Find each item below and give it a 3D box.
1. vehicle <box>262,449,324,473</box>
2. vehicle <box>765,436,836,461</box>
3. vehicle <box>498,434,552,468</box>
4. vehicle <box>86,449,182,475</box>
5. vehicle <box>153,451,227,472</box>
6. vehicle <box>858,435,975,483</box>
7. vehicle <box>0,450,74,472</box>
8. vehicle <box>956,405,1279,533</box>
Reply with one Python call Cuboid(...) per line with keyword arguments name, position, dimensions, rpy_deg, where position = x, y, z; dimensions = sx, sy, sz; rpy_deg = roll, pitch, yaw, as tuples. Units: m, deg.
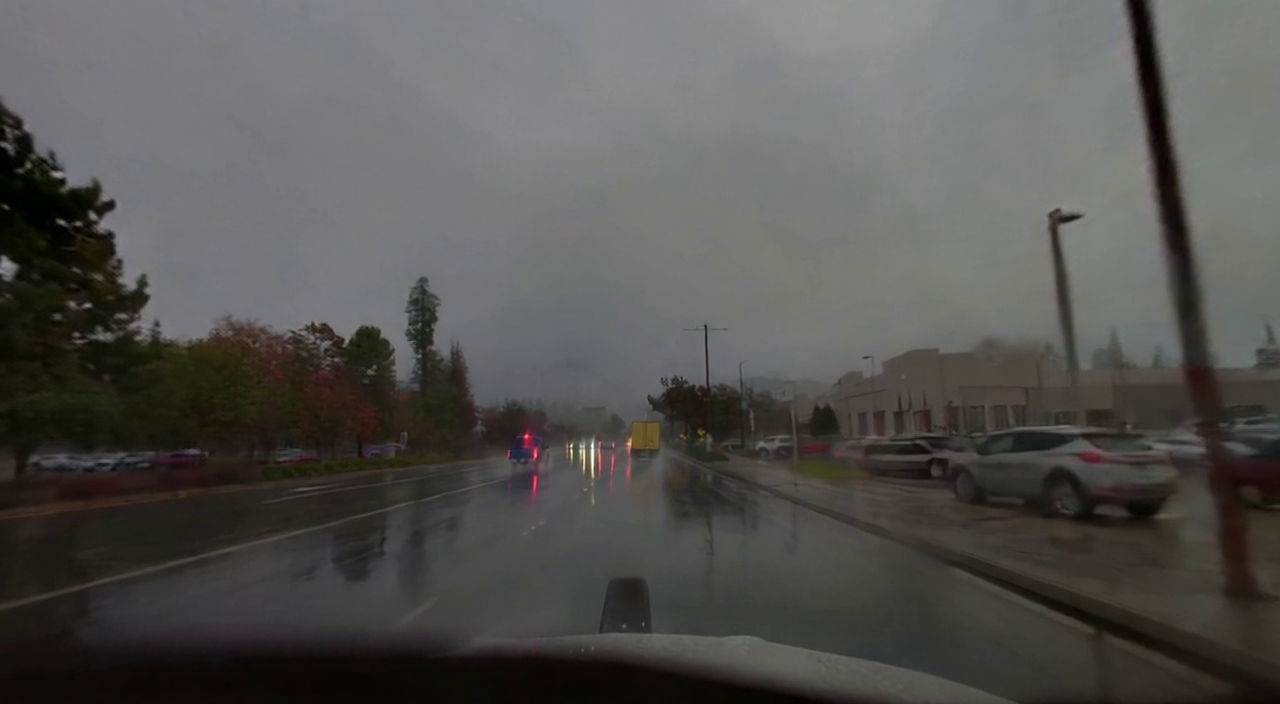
Cuboid(name="vehicle", position=(-25.896, 8.112, 47.203), dimensions=(1.918, 1.687, 4.653), rpy_deg=(0, -9, 1))
Cuboid(name="vehicle", position=(11.554, 6.991, 45.662), dimensions=(4.655, 1.688, 1.876), rpy_deg=(0, -9, 1))
Cuboid(name="vehicle", position=(-6.782, 5.942, 37.911), dimensions=(2.149, 1.893, 5.187), rpy_deg=(0, -8, 1))
Cuboid(name="vehicle", position=(-33.486, 7.297, 41.801), dimensions=(4.462, 1.613, 2.046), rpy_deg=(0, -9, -2))
Cuboid(name="vehicle", position=(-33.474, 8.134, 46.960), dimensions=(4.071, 1.495, 1.741), rpy_deg=(0, -8, -1))
Cuboid(name="vehicle", position=(9.561, 3.734, 22.329), dimensions=(2.097, 1.497, 4.685), rpy_deg=(0, -9, 1))
Cuboid(name="vehicle", position=(-45.958, 8.212, 47.628), dimensions=(4.399, 1.597, 1.847), rpy_deg=(0, -9, 0))
Cuboid(name="vehicle", position=(8.093, 1.974, 11.182), dimensions=(2.057, 1.750, 4.679), rpy_deg=(1, -9, -8))
